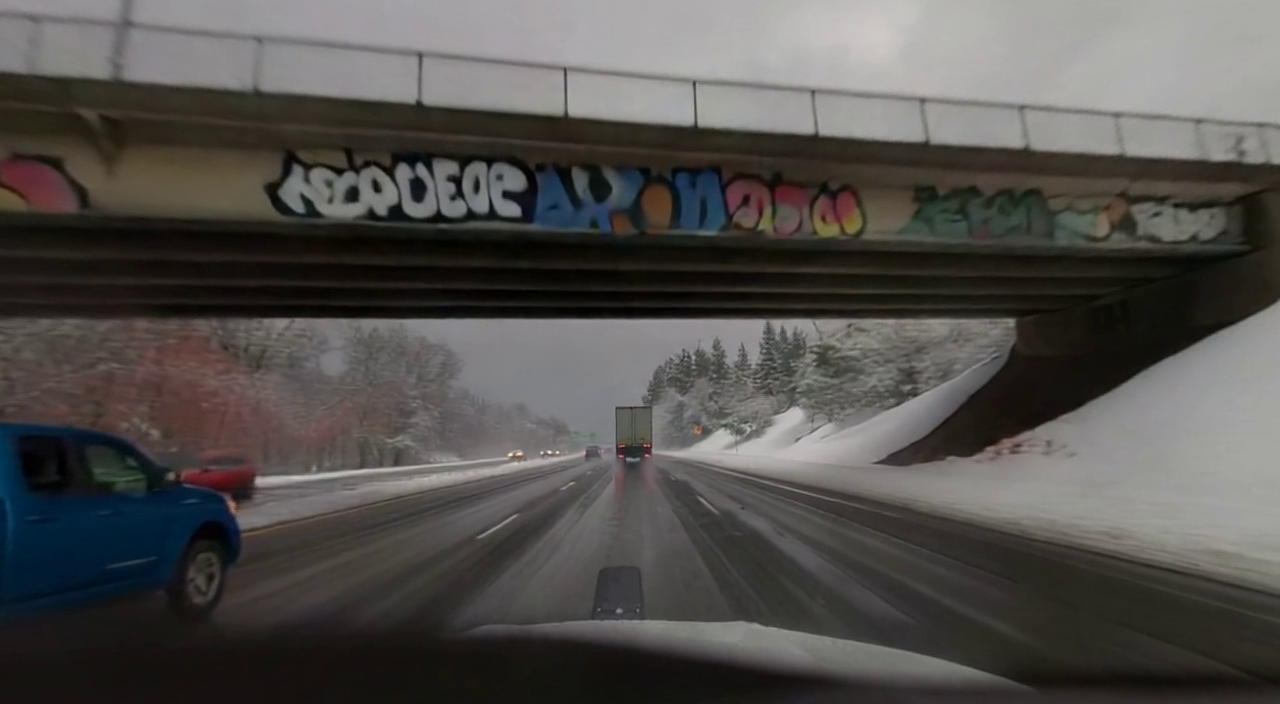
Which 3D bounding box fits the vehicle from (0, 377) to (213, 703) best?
[{"bbox_3d":[-3.893,0.785,1.968,1.979,1.587,4.365,0,-9,0],"label":"vehicle"}]
